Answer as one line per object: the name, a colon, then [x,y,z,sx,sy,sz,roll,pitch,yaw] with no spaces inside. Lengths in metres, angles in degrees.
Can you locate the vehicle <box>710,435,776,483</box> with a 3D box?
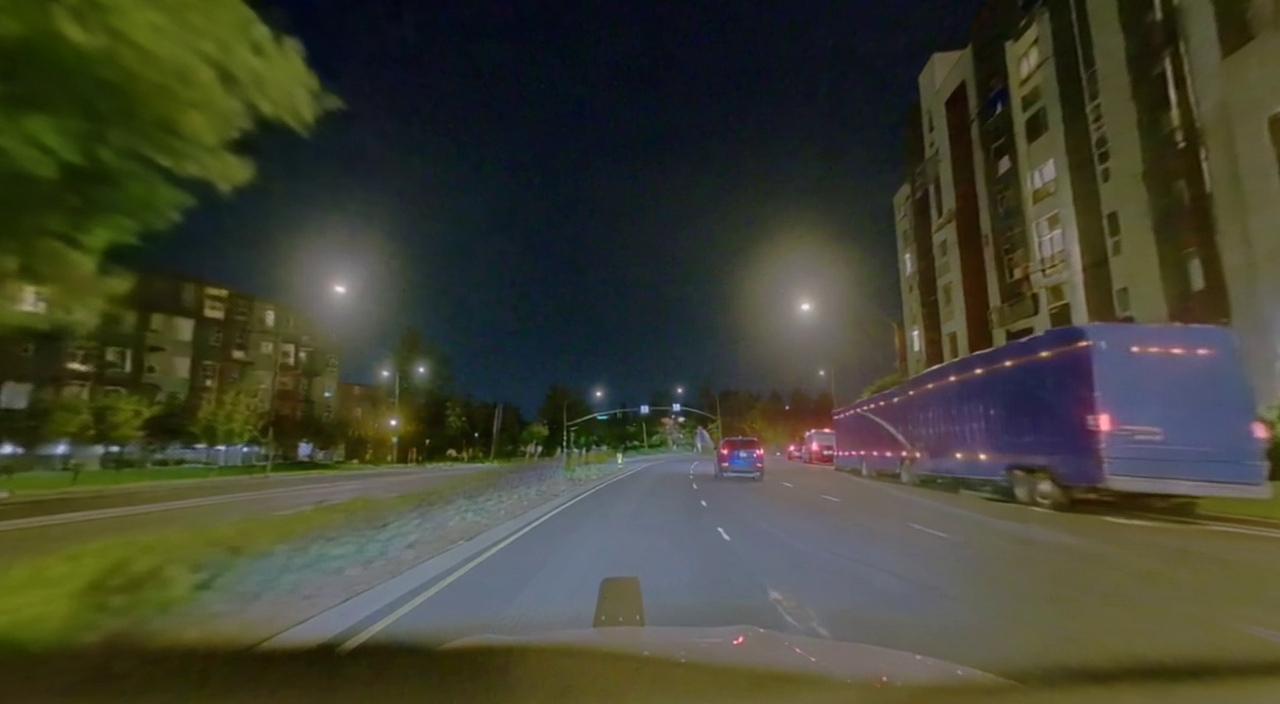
vehicle: [4.211,4.429,26.575,2.215,1.812,4.569,0,-8,3]

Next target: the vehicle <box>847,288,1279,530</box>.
vehicle: [10.608,2.275,20.037,2.887,4.158,18.418,-1,-8,3]
